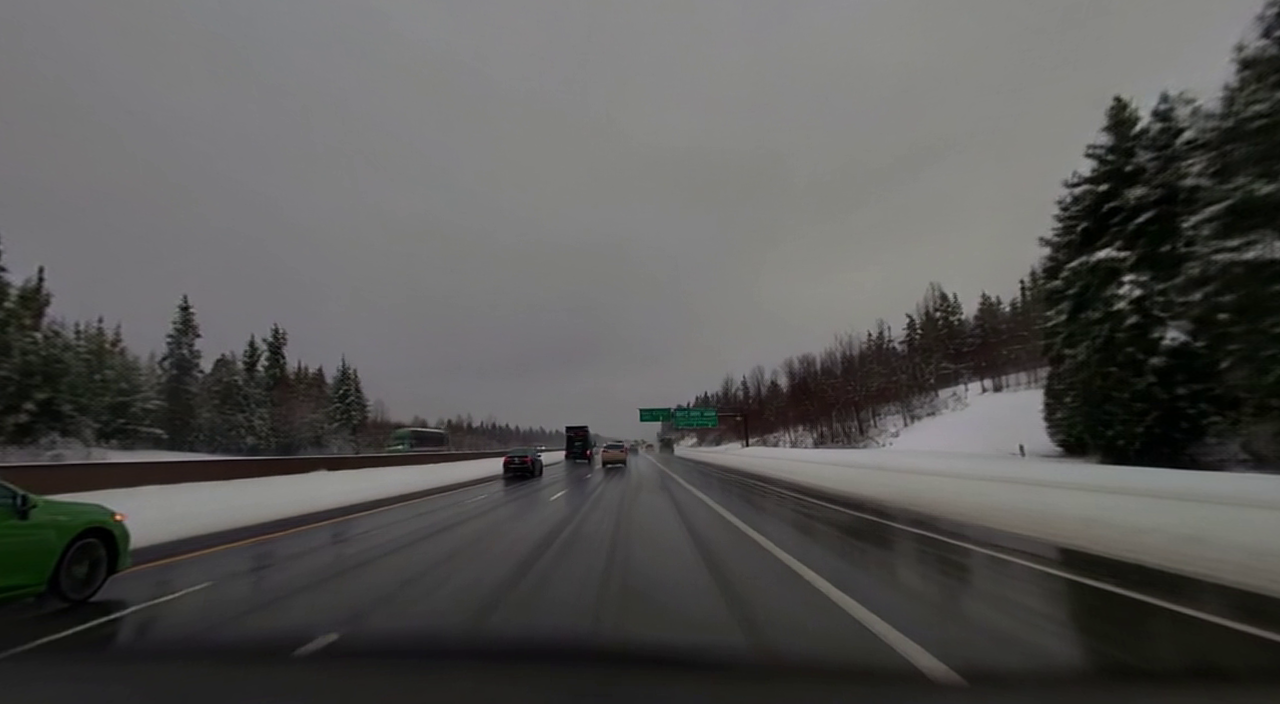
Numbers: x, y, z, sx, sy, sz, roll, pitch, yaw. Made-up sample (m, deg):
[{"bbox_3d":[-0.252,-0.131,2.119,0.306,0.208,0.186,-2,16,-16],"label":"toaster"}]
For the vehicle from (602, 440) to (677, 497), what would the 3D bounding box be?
[{"bbox_3d":[-0.034,3.267,17.959,1.940,1.451,3.512,0,-9,0],"label":"vehicle"}]

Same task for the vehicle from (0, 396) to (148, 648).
[{"bbox_3d":[-5.179,0.968,3.165,2.058,1.626,4.118,0,-9,-1],"label":"vehicle"}]

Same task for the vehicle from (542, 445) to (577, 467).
[{"bbox_3d":[-5.467,7.114,42.966,1.814,1.417,3.860,0,-9,1],"label":"vehicle"}]

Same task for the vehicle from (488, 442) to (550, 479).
[{"bbox_3d":[-5.205,4.732,27.568,1.892,1.481,4.180,0,-9,0],"label":"vehicle"}]

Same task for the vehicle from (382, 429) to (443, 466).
[{"bbox_3d":[-17.376,7.378,48.386,2.546,2.647,5.845,0,-9,0],"label":"vehicle"}]
